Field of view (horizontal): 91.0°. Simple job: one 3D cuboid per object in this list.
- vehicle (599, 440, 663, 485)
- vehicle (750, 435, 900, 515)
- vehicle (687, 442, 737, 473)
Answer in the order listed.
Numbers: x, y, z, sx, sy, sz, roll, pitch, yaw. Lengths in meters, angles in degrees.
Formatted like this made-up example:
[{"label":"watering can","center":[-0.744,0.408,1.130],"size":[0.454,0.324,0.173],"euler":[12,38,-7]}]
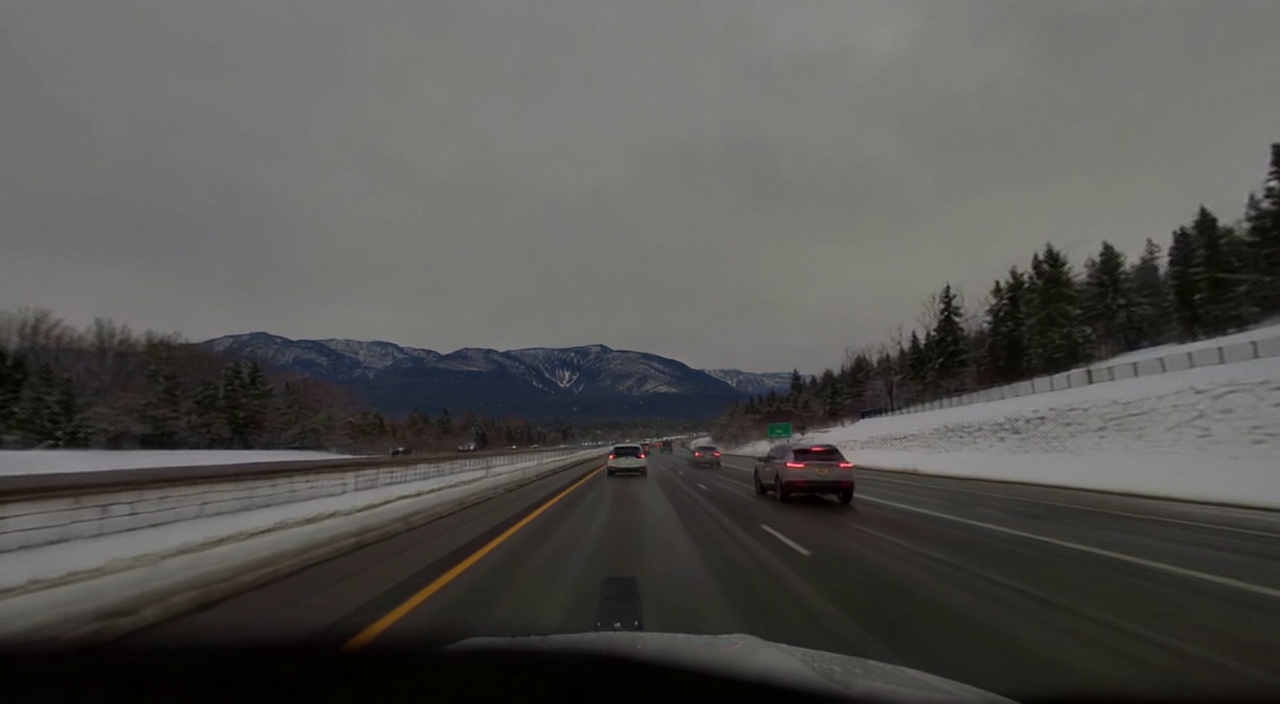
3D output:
[{"label":"vehicle","center":[-0.333,3.912,22.549],"size":[2.085,1.449,3.860],"euler":[0,-9,-1]},{"label":"vehicle","center":[3.846,2.627,13.974],"size":[1.949,1.493,4.272],"euler":[0,-9,-1]},{"label":"vehicle","center":[3.623,5.389,32.403],"size":[1.957,1.447,4.241],"euler":[0,-9,-1]}]
